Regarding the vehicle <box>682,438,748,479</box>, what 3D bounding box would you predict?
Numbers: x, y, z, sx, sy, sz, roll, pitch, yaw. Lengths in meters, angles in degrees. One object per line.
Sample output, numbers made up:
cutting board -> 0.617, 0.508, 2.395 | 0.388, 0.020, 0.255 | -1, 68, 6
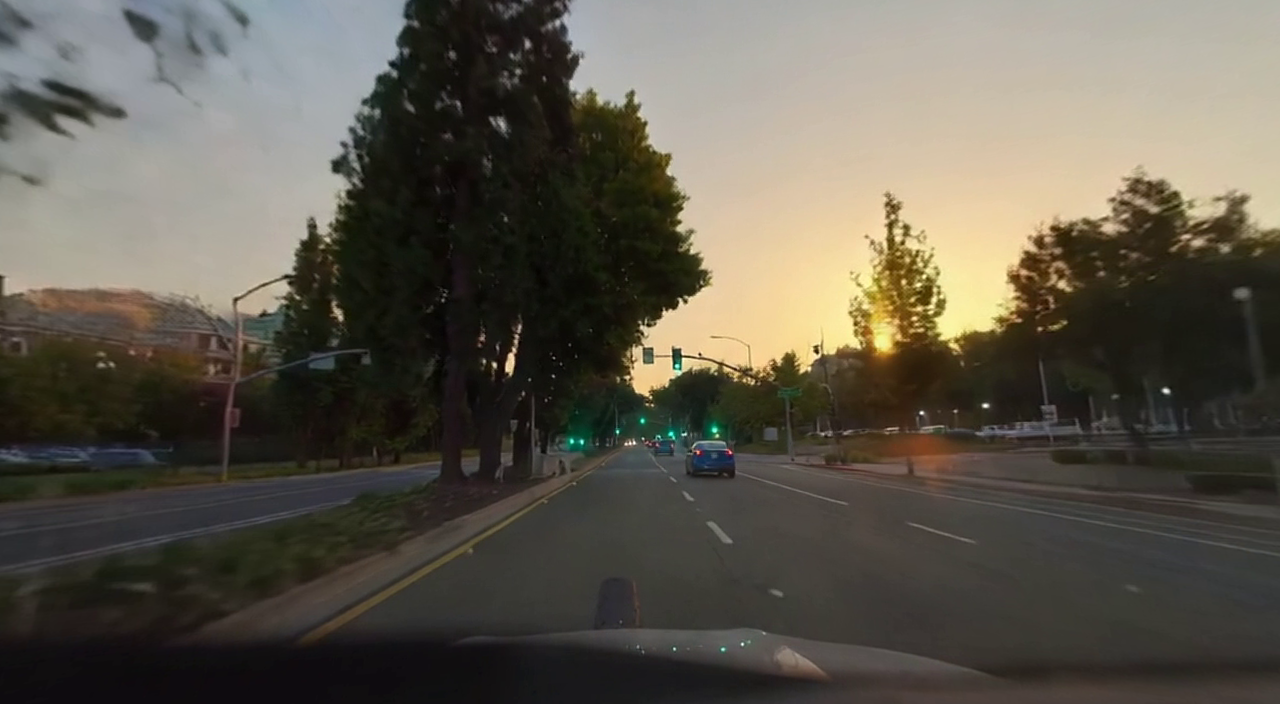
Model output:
vehicle -> 2.867, 4.173, 24.987 | 2.056, 1.483, 4.091 | 0, -8, -1
